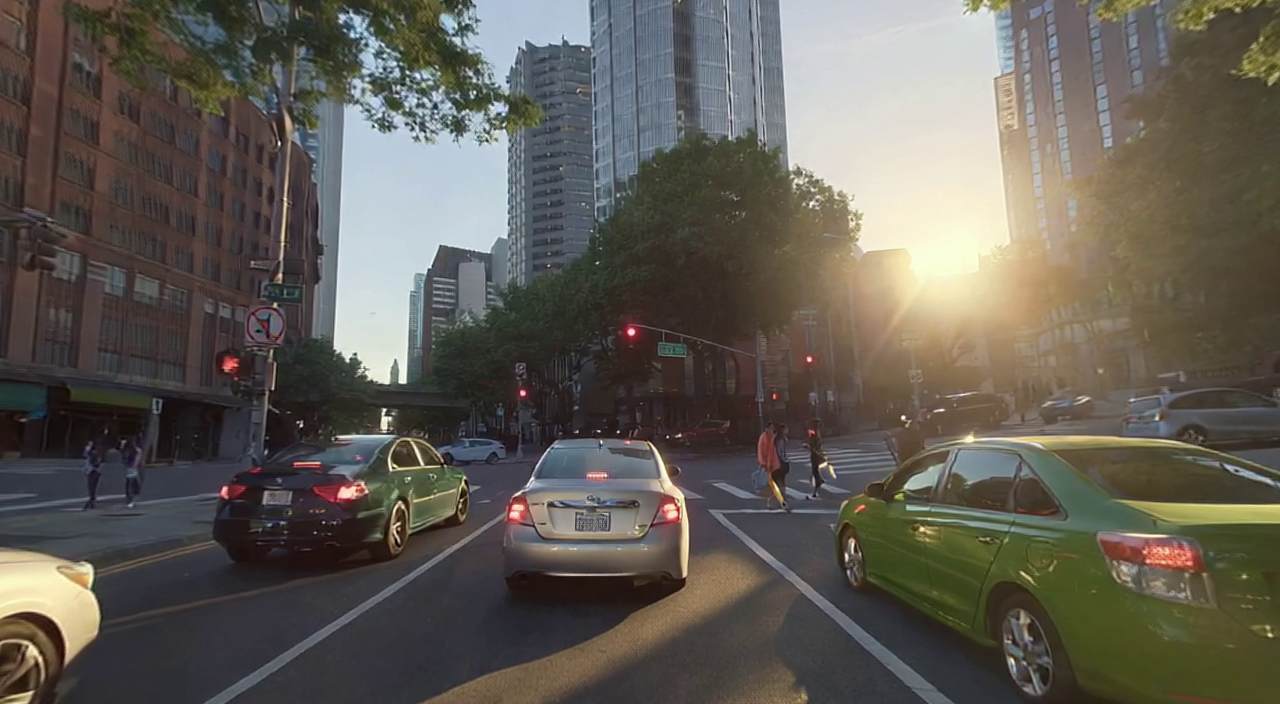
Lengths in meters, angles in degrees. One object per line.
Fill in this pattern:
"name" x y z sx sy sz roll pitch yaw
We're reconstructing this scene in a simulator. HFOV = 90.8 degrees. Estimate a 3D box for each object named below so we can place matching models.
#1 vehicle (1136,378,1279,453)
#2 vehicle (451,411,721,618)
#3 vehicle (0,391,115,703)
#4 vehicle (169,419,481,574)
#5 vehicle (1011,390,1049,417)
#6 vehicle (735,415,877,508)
"vehicle" 21.641 2.359 22.874 5.863 2.493 2.354 2 -9 -12
"vehicle" -0.416 1.501 6.724 1.999 1.520 3.896 0 -8 0
"vehicle" -3.906 0.702 1.189 1.995 1.524 4.438 0 -8 0
"vehicle" -3.685 1.758 8.486 1.934 1.522 4.287 0 -8 0
"vehicle" 30.040 4.009 48.577 1.979 1.769 4.657 -6 -10 35
"vehicle" 3.338 2.320 13.688 1.958 1.667 4.392 0 -8 2
